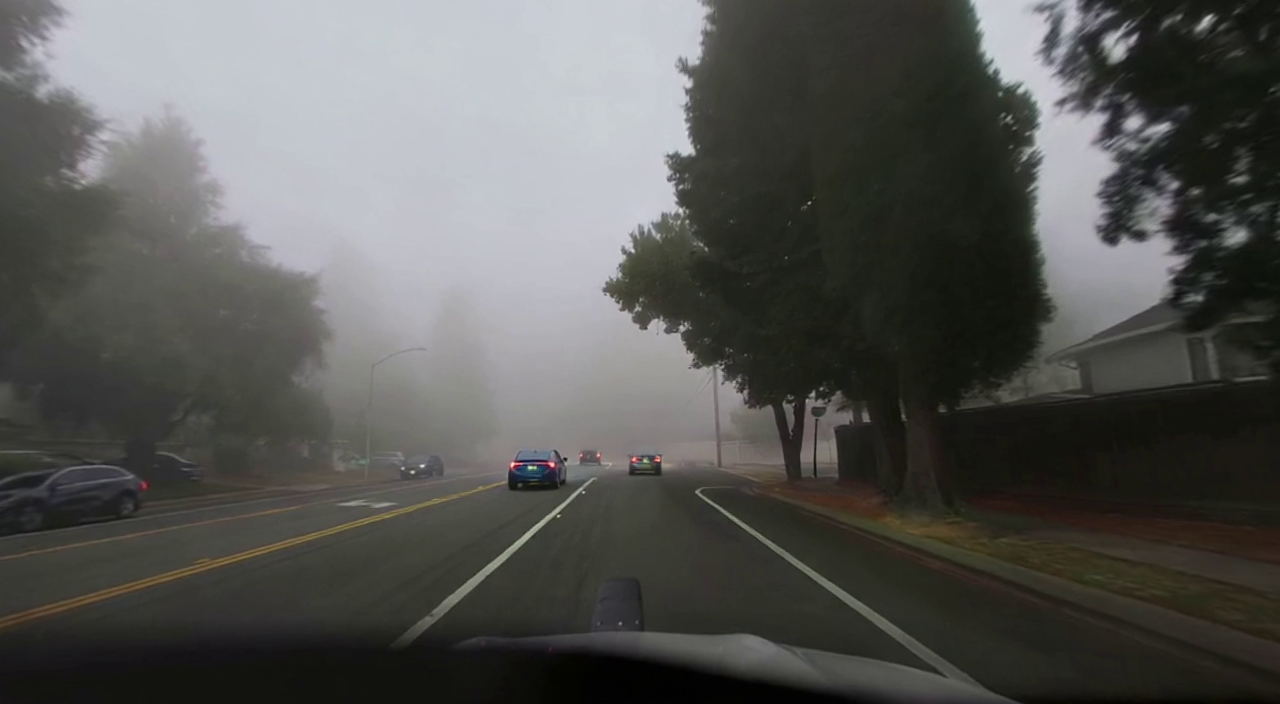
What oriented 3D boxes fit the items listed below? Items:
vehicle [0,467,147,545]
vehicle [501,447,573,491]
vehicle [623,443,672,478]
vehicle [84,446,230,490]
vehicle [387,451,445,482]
[{"bbox_3d":[-13.967,3.423,14.348,1.814,1.466,4.690,0,-9,-1],"label":"vehicle"},{"bbox_3d":[-3.621,4.161,22.923,1.913,1.425,4.235,0,-9,0],"label":"vehicle"},{"bbox_3d":[0.297,5.139,30.167,2.168,1.504,4.284,0,-9,-1],"label":"vehicle"},{"bbox_3d":[-22.055,5.283,29.011,4.898,1.916,2.192,0,-9,3],"label":"vehicle"},{"bbox_3d":[-14.364,7.334,40.797,2.083,1.817,4.532,0,-9,-1],"label":"vehicle"}]
